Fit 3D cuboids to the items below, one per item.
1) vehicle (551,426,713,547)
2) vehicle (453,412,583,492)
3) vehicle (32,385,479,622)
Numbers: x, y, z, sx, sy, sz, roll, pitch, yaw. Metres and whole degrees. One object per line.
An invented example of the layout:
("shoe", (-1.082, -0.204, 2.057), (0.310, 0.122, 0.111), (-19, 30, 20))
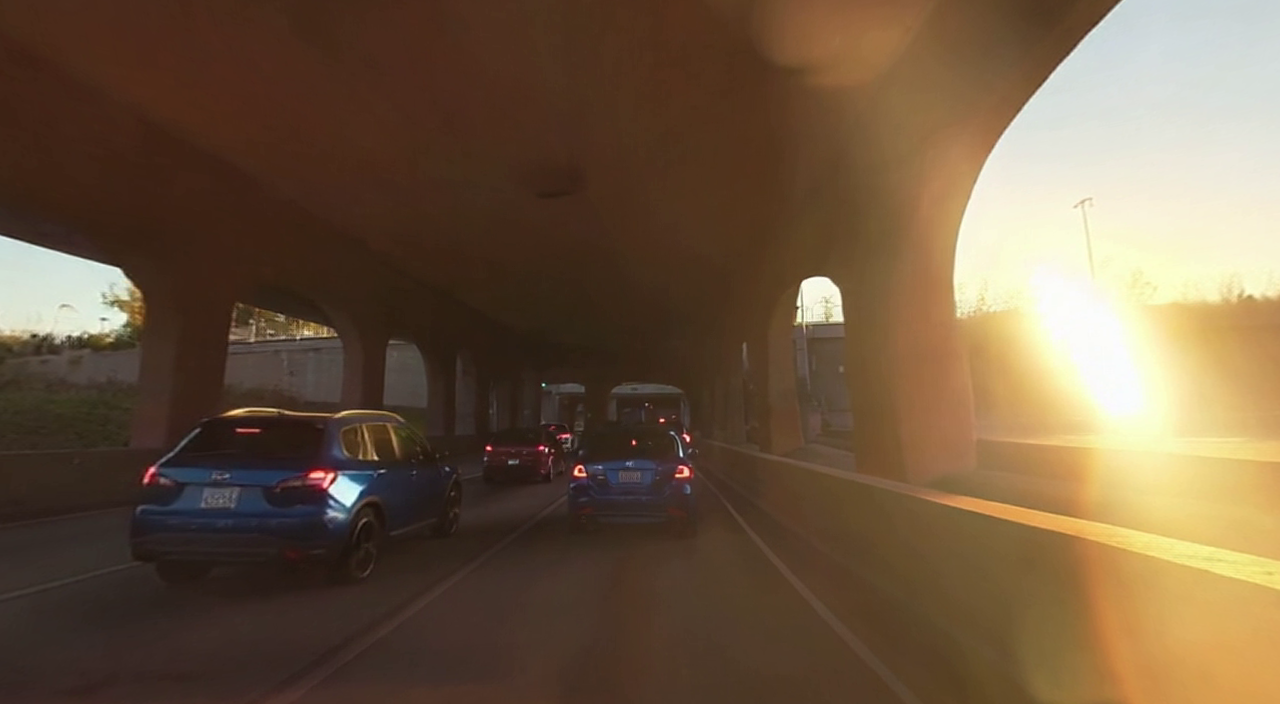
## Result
("vehicle", (-0.015, 1.977, 9.932), (2.020, 1.478, 4.092), (0, -9, 3))
("vehicle", (-3.245, 2.878, 18.341), (2.329, 1.948, 5.800), (-1, -9, 3))
("vehicle", (-3.480, 1.473, 7.079), (2.017, 1.761, 4.572), (0, -9, 2))
